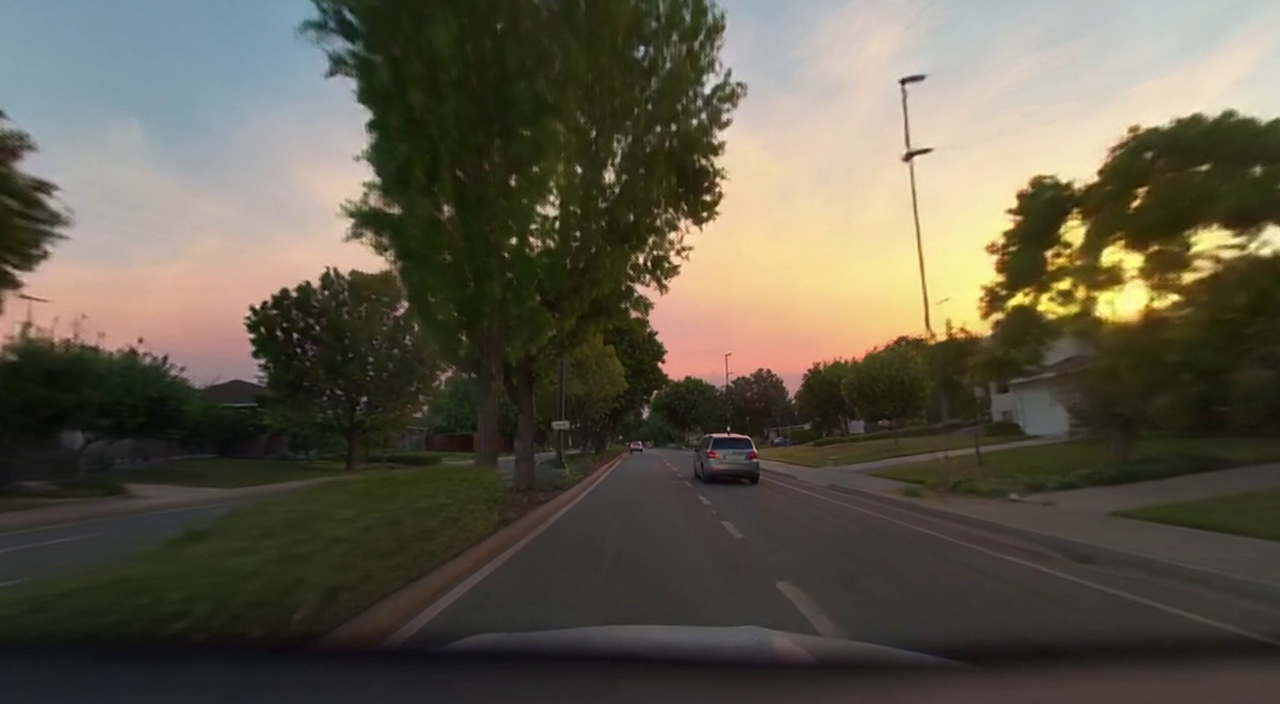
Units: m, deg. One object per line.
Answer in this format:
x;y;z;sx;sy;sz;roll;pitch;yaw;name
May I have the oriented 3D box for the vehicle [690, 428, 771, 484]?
3.064;3.671;22.471;2.180;1.773;4.639;0;-8;0;vehicle
